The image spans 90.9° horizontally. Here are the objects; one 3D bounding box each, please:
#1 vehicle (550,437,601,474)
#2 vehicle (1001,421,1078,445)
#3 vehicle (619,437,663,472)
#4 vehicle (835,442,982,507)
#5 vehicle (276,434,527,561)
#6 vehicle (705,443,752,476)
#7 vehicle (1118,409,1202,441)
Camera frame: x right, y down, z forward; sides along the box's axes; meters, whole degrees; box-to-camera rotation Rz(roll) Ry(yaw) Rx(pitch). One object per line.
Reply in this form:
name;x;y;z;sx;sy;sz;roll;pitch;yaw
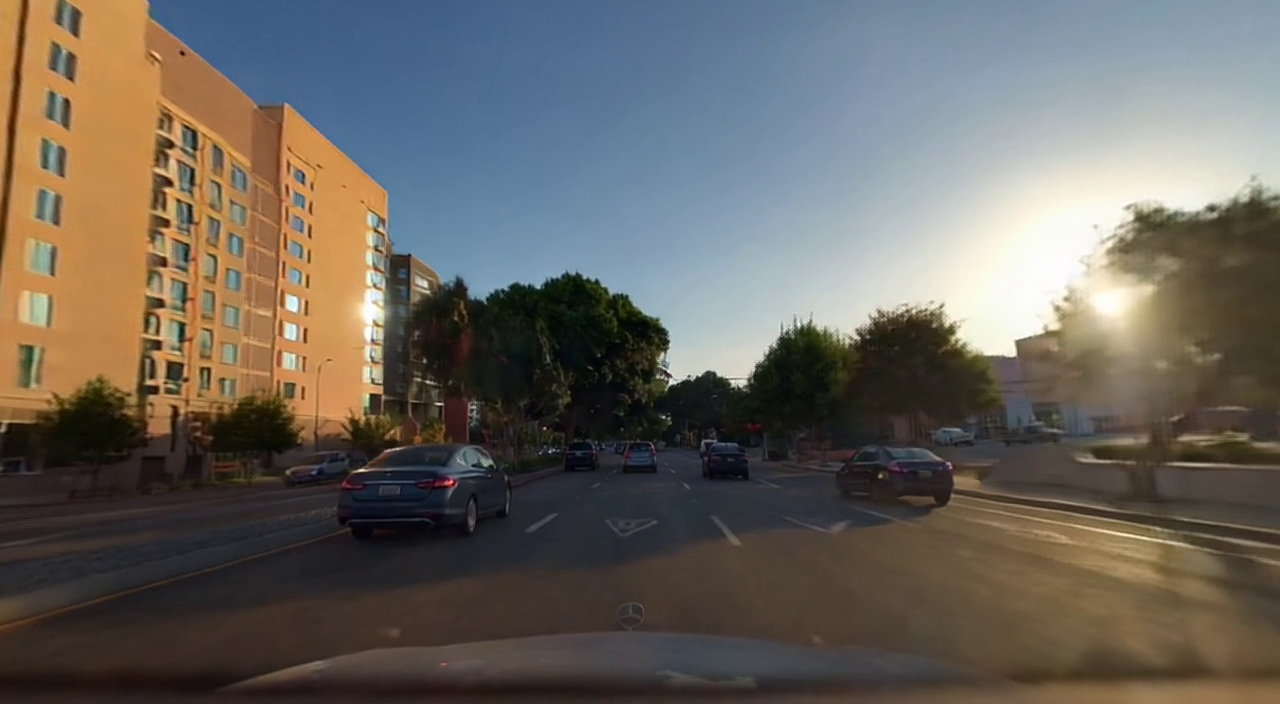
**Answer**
vehicle;-3.295;5.448;33.276;2.117;1.799;4.442;0;-9;1
vehicle;26.201;5.334;41.311;4.674;1.489;2.008;4;-10;-26
vehicle;0.052;5.747;35.466;2.304;1.795;4.526;0;-9;0
vehicle;6.890;3.162;16.803;1.865;1.458;4.605;0;-9;0
vehicle;-3.226;2.064;9.731;2.095;1.486;4.411;0;-9;1
vehicle;4.251;5.227;30.866;1.884;1.458;4.245;-1;-9;3
vehicle;26.459;3.758;32.020;4.617;1.459;1.819;5;-10;-33
